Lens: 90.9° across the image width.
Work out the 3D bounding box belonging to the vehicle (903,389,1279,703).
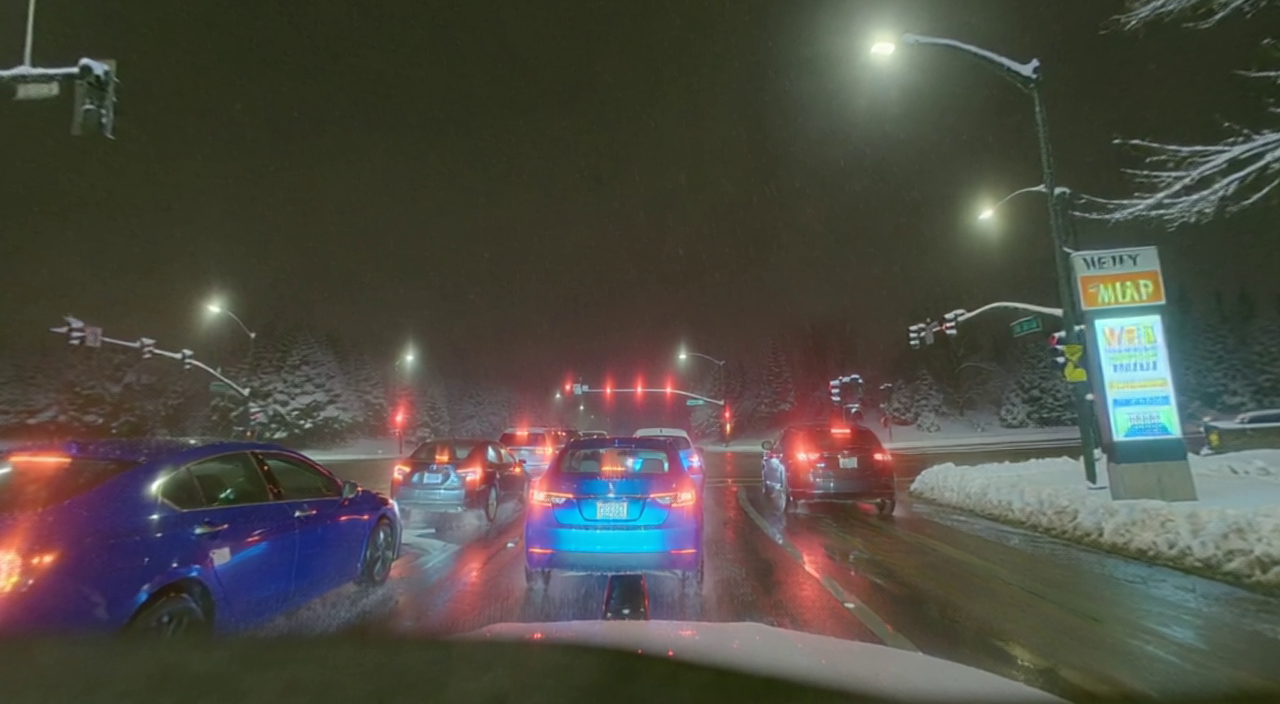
[{"bbox_3d":[3.423,1.076,3.600,1.981,1.499,4.536,0,-8,2],"label":"vehicle"}]

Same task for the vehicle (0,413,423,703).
[{"bbox_3d":[-3.404,1.298,4.712,1.980,1.454,4.226,0,-8,1],"label":"vehicle"}]

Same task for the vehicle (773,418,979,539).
[{"bbox_3d":[3.764,2.097,11.011,2.007,1.683,4.171,0,-8,1],"label":"vehicle"}]

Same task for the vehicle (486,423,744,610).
[{"bbox_3d":[-0.188,1.623,7.124,2.059,1.477,3.988,0,-8,0],"label":"vehicle"}]
